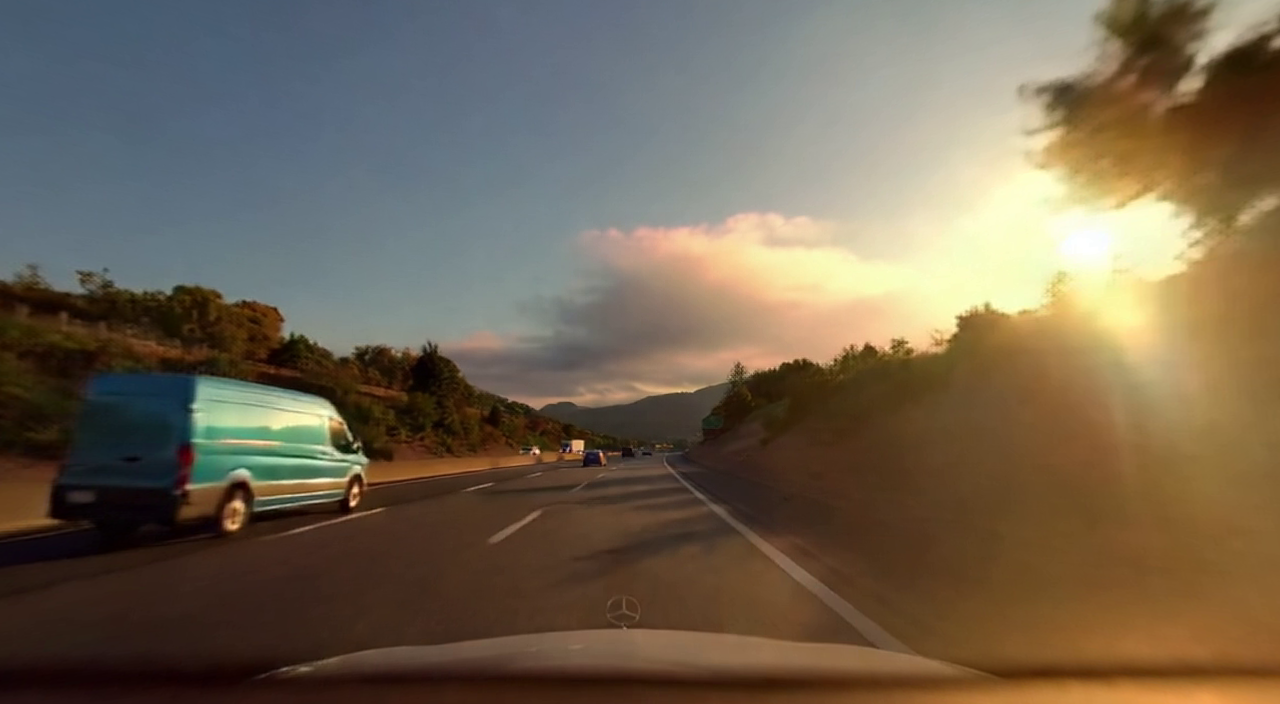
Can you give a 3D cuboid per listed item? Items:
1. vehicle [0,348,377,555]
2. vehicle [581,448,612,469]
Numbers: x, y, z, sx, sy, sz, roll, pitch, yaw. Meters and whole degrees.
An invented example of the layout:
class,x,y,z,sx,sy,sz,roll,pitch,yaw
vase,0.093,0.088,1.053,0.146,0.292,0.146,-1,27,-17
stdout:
class,x,y,z,sx,sy,sz,roll,pitch,yaw
vehicle,-7.029,1.648,10.639,2.449,2.471,6.130,0,-9,0
vehicle,-3.012,7.545,44.860,1.858,1.459,4.091,0,-9,1
